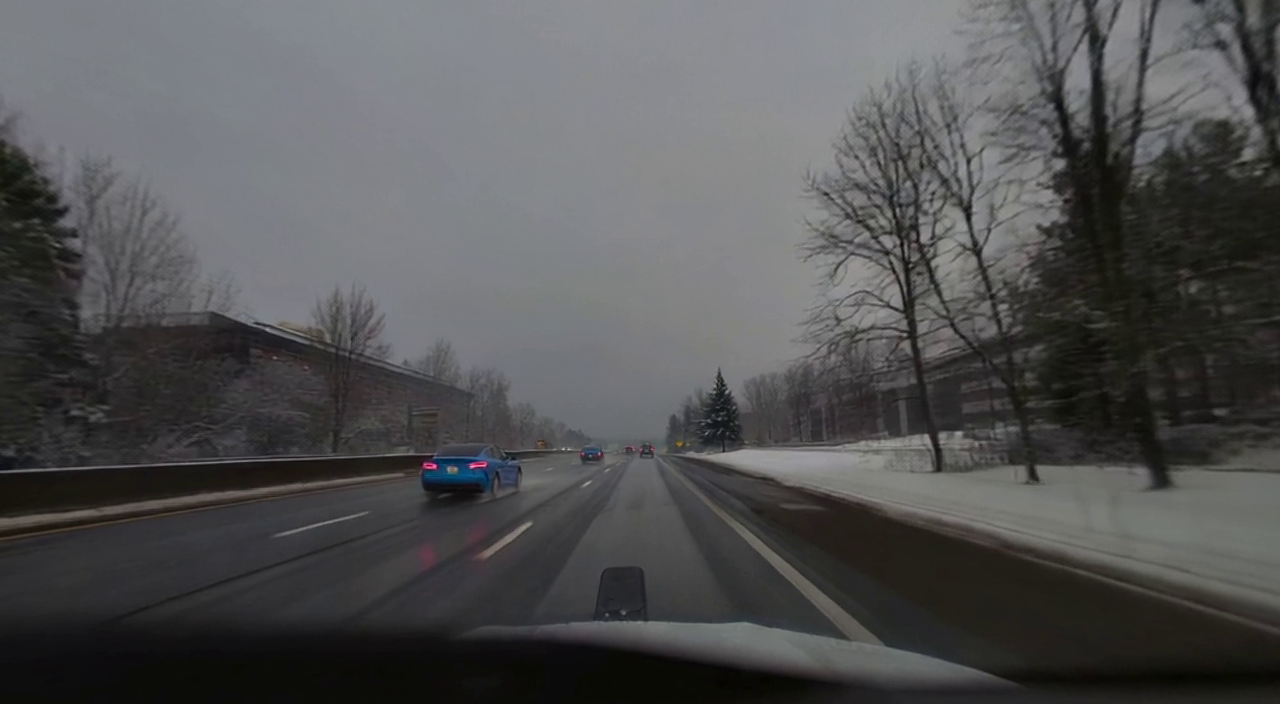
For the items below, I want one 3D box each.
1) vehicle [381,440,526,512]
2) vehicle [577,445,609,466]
[{"bbox_3d":[-4.254,2.888,15.249,2.083,1.471,4.350,0,-8,1],"label":"vehicle"},{"bbox_3d":[-3.324,7.410,45.343,1.926,1.464,4.186,0,-8,1],"label":"vehicle"}]
